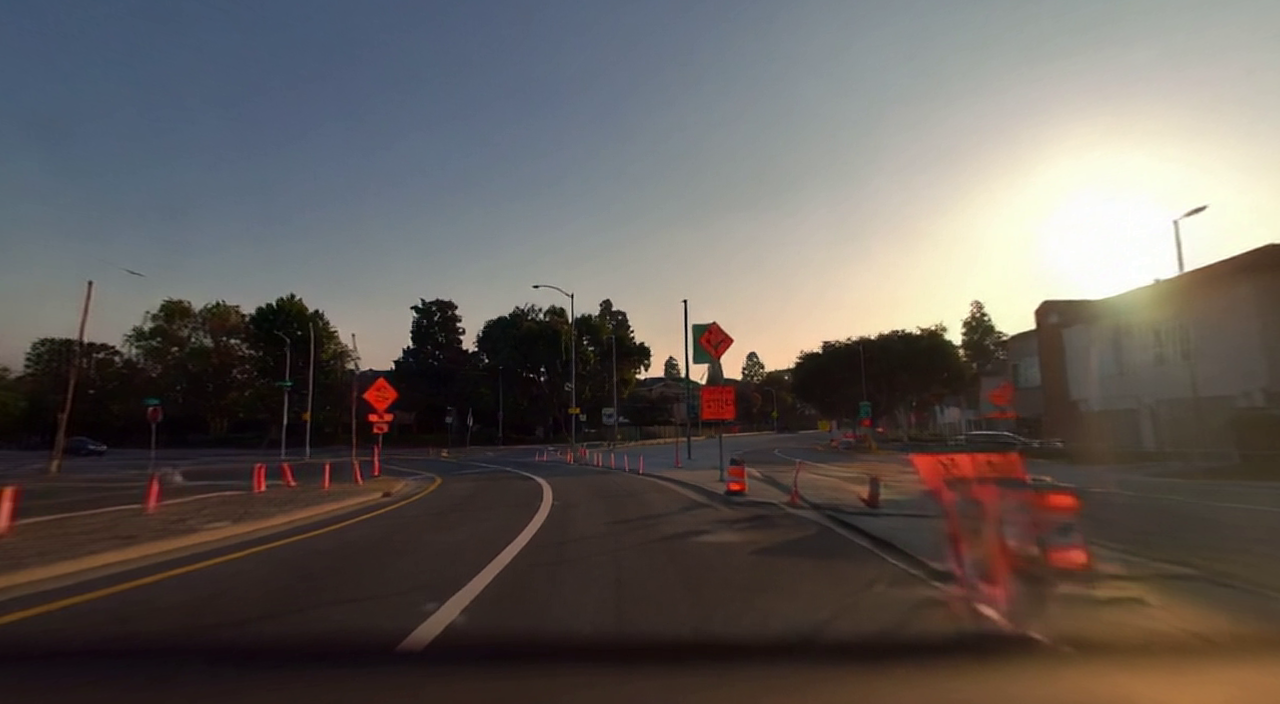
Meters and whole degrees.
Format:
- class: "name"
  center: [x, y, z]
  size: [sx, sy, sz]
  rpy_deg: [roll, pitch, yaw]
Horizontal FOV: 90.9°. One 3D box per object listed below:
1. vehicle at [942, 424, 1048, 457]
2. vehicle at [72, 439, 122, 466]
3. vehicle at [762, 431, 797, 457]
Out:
- class: "vehicle"
  center: [19.536, 4.910, 34.872]
  size: [4.615, 1.738, 1.990]
  rpy_deg: [-1, -9, 6]
- class: "vehicle"
  center: [-37.493, 6.889, 43.448]
  size: [2.159, 1.734, 4.292]
  rpy_deg: [8, -12, -44]
- class: "vehicle"
  center: [10.219, 6.797, 46.532]
  size: [2.150, 1.779, 4.423]
  rpy_deg: [-1, -9, 8]
